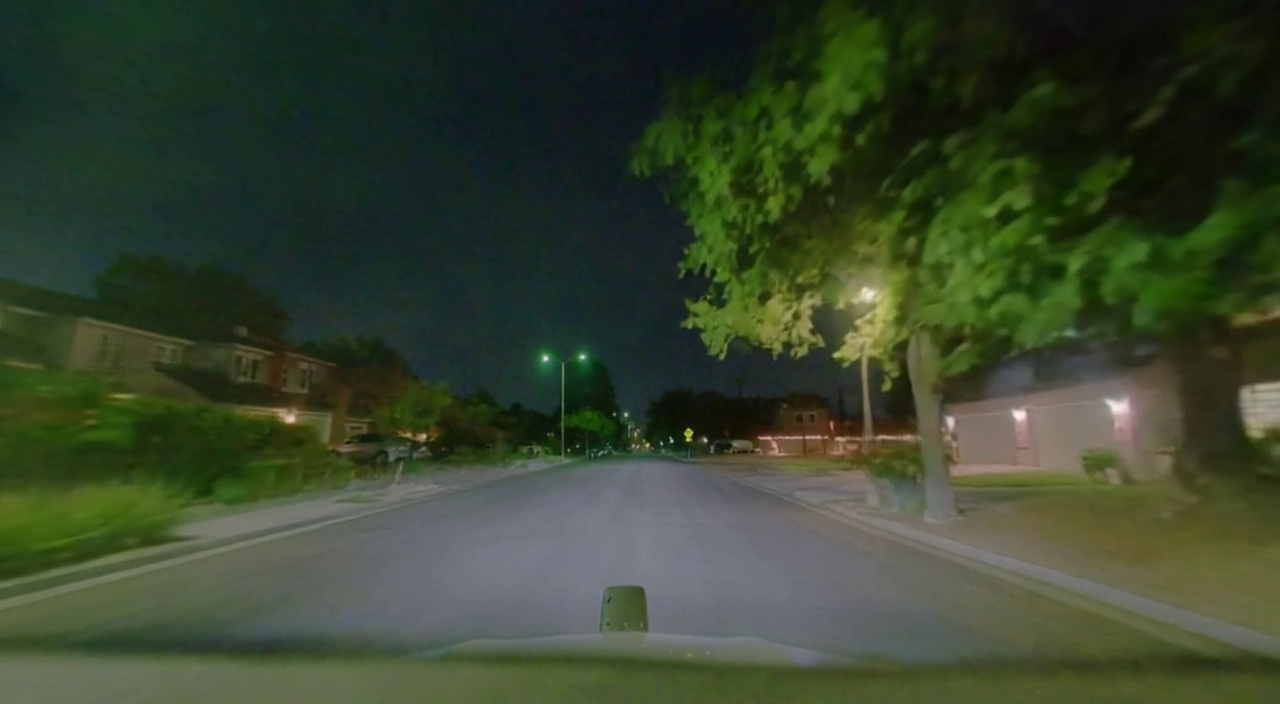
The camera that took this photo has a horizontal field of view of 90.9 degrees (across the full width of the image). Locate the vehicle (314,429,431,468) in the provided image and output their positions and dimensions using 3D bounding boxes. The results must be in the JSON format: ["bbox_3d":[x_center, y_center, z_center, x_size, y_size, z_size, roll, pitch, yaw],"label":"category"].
[{"bbox_3d":[-13.406,4.873,31.831,4.796,1.864,2.328,-1,-9,2],"label":"vehicle"}]
